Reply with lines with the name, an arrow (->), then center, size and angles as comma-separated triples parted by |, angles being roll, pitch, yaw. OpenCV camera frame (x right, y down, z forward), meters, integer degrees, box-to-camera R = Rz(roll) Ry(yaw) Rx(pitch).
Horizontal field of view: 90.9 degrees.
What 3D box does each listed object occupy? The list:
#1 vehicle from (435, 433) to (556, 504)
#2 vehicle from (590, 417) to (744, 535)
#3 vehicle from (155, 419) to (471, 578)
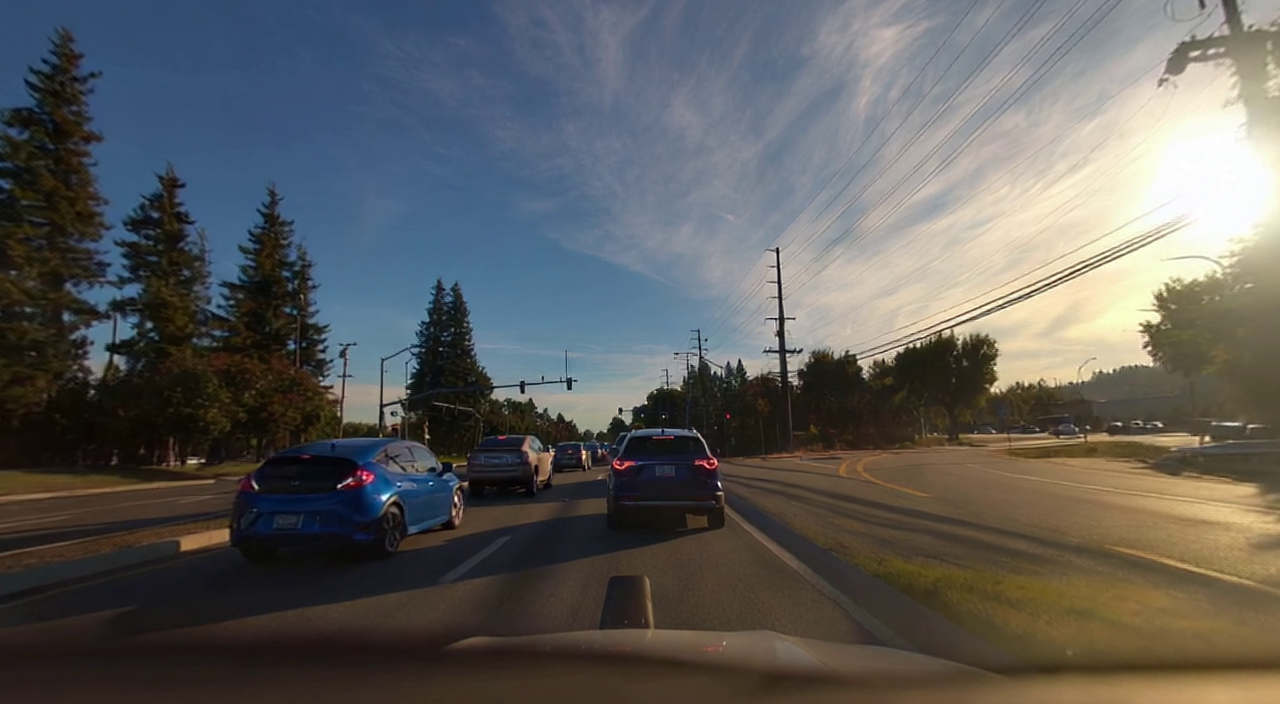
vehicle -> -3.634, 3.038, 16.846 | 2.018, 1.621, 4.441 | -1, -9, 2
vehicle -> 0.436, 2.087, 11.116 | 2.205, 1.691, 3.937 | 0, -9, 1
vehicle -> -3.806, 1.765, 8.346 | 1.999, 1.563, 4.007 | 0, -9, 0
